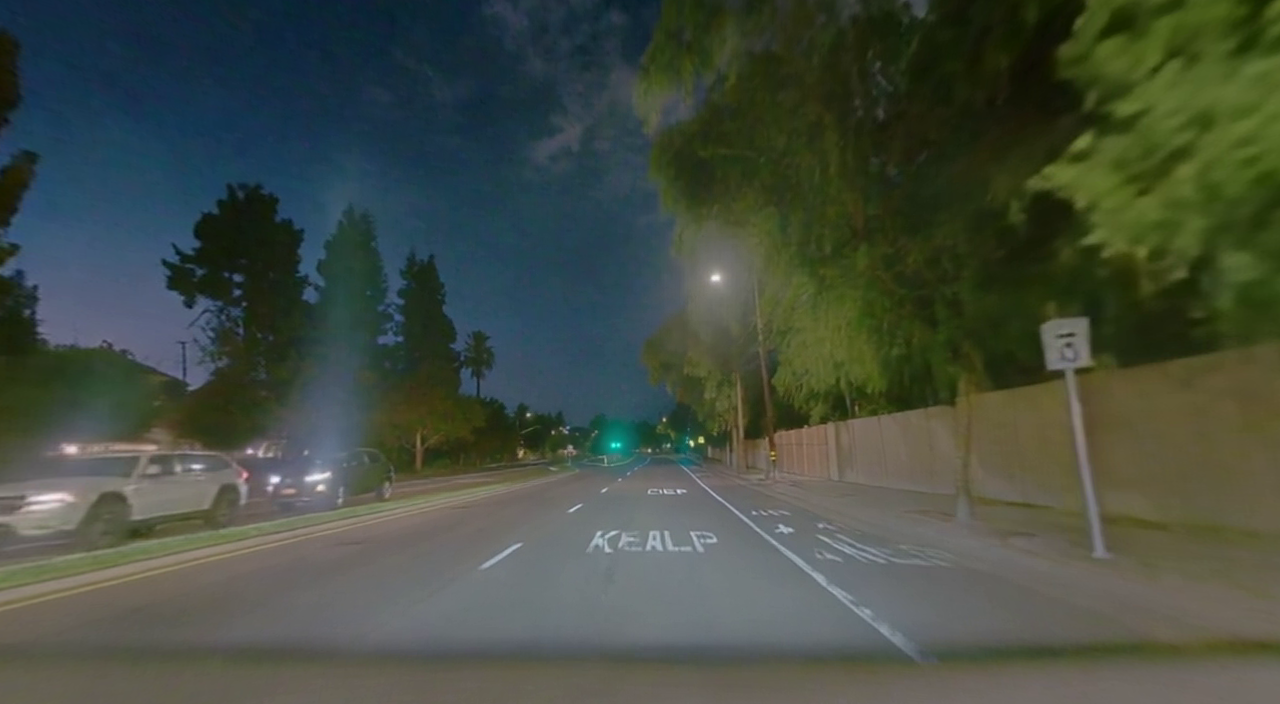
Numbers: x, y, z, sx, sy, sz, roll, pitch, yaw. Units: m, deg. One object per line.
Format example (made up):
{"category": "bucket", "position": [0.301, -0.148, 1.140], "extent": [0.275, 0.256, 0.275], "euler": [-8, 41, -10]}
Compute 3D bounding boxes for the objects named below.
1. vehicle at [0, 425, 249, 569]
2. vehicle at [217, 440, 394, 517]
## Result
{"category": "vehicle", "position": [-8.823, 2.175, 9.988], "extent": [2.075, 1.733, 4.947], "euler": [-3, -9, 0]}
{"category": "vehicle", "position": [-8.751, 3.316, 17.148], "extent": [2.084, 1.741, 4.737], "euler": [-2, -9, 2]}
